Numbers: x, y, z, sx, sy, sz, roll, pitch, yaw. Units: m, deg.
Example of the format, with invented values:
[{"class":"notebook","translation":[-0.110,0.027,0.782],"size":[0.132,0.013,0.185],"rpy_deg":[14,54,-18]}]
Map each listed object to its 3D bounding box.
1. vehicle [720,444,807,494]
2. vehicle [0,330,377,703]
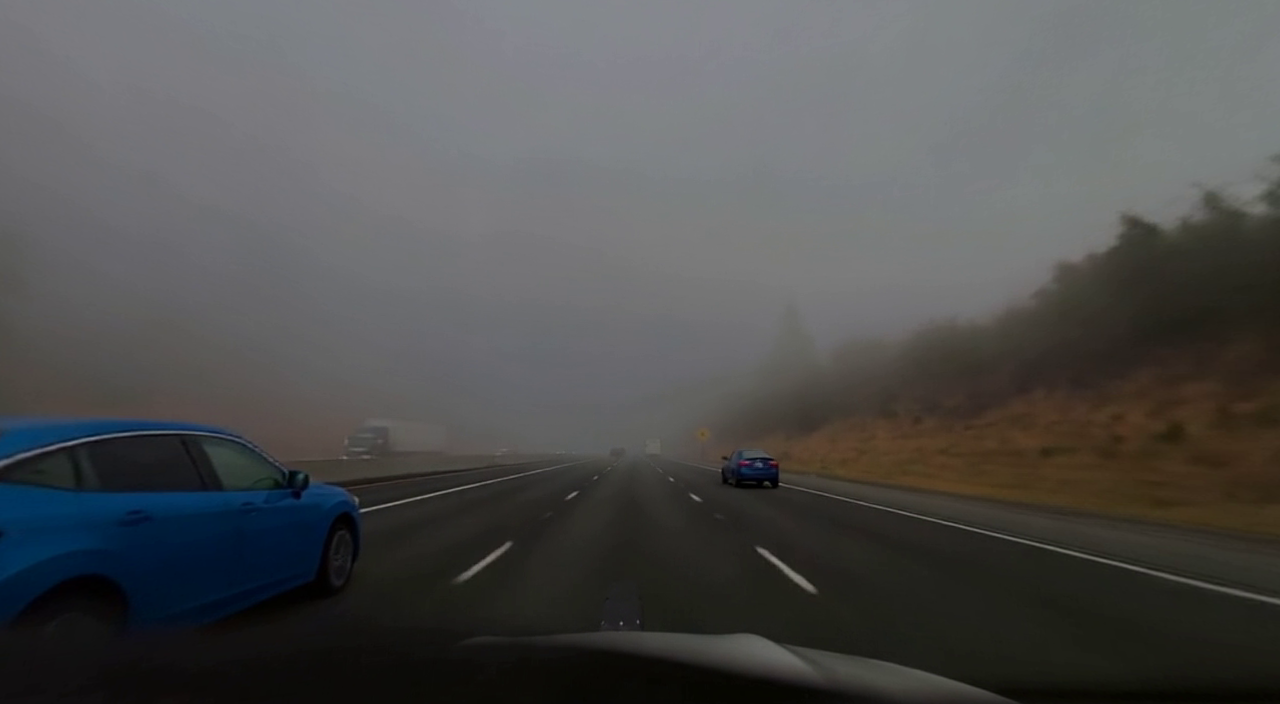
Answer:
[{"class":"vehicle","translation":[3.934,3.783,20.779],"size":[1.967,1.472,3.751],"rpy_deg":[0,-9,-2]},{"class":"vehicle","translation":[-3.170,0.882,2.584],"size":[2.277,1.695,4.475],"rpy_deg":[0,-9,-1]}]
